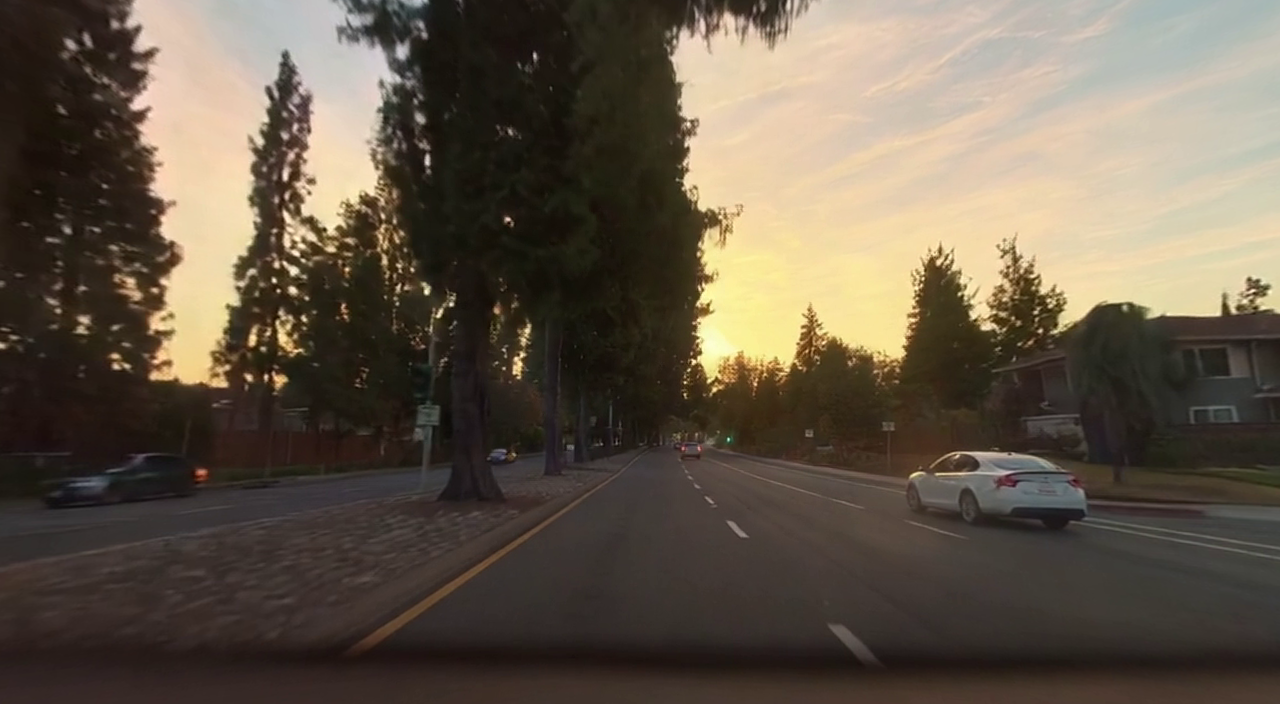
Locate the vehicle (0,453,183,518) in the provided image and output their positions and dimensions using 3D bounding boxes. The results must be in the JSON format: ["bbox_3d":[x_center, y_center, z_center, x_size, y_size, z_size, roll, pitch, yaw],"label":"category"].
[{"bbox_3d":[-17.011,4.033,19.612,2.026,1.690,4.656,0,-8,0],"label":"vehicle"}]

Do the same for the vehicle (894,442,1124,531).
[{"bbox_3d":[6.985,2.544,12.618,1.855,1.444,4.389,0,-8,-2],"label":"vehicle"}]

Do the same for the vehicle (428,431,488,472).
[{"bbox_3d":[-13.124,7.203,45.902,2.305,2.791,6.543,0,-8,1],"label":"vehicle"}]
